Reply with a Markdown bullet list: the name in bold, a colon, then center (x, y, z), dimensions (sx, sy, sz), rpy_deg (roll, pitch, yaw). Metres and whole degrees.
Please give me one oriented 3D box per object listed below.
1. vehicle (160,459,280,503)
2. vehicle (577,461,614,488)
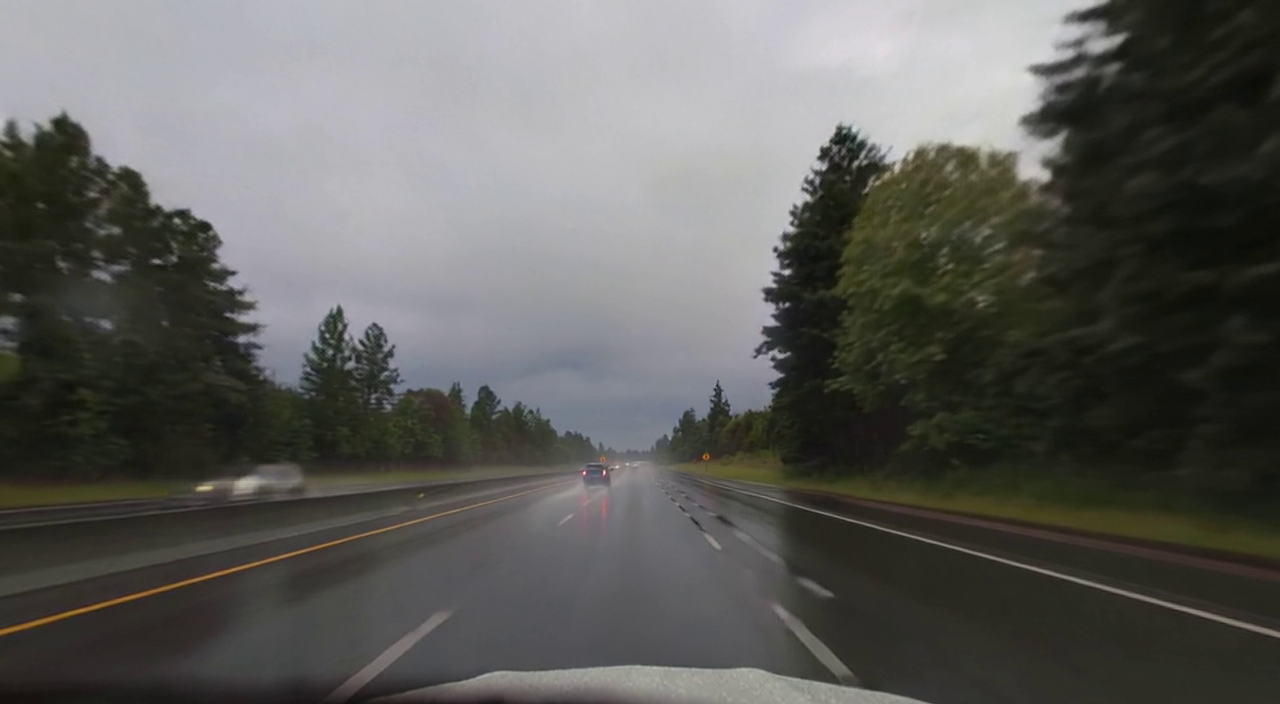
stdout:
- **vehicle**: center (-16.151, 4.971, 24.521), dimensions (1.746, 1.523, 4.253), rpy_deg (1, -11, -1)
- **vehicle**: center (-2.687, 7.602, 39.101), dimensions (1.900, 1.550, 4.146), rpy_deg (0, -10, 2)
